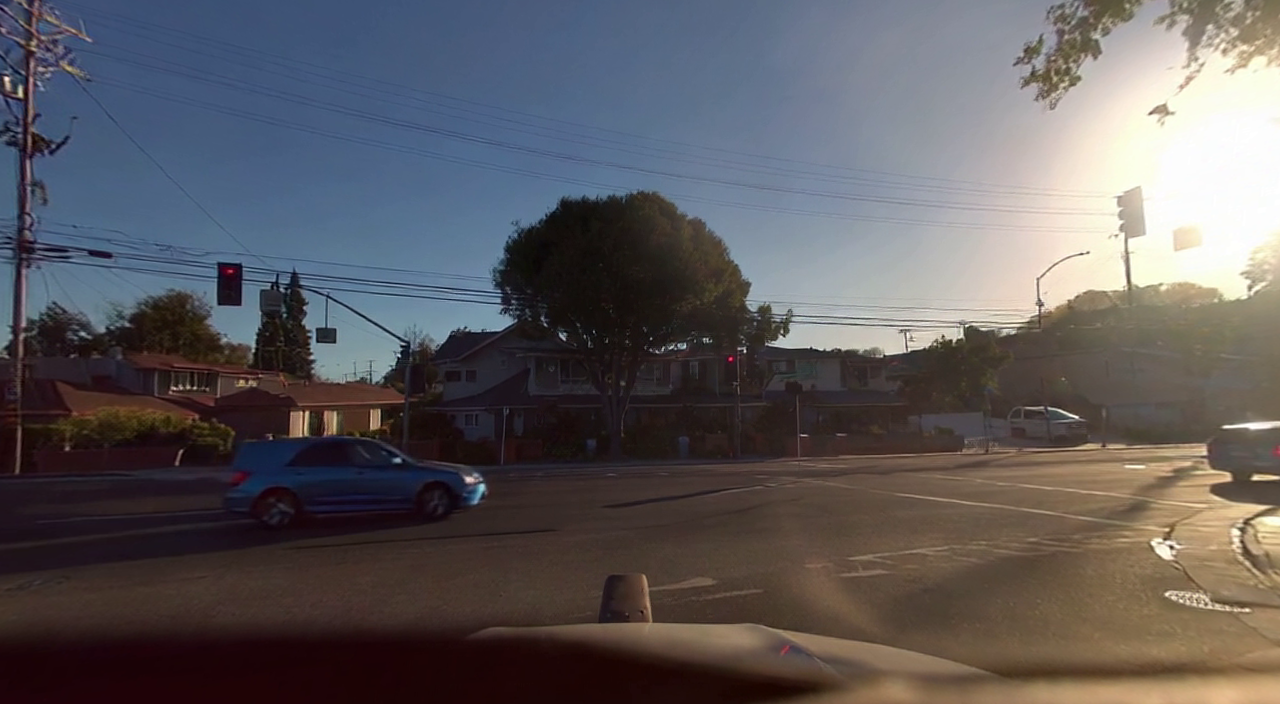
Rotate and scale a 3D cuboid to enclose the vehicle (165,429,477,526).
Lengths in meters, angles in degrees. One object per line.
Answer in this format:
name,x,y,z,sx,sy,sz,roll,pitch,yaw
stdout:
vehicle,-5.340,2.164,11.342,4.610,1.476,2.021,2,-9,-14
